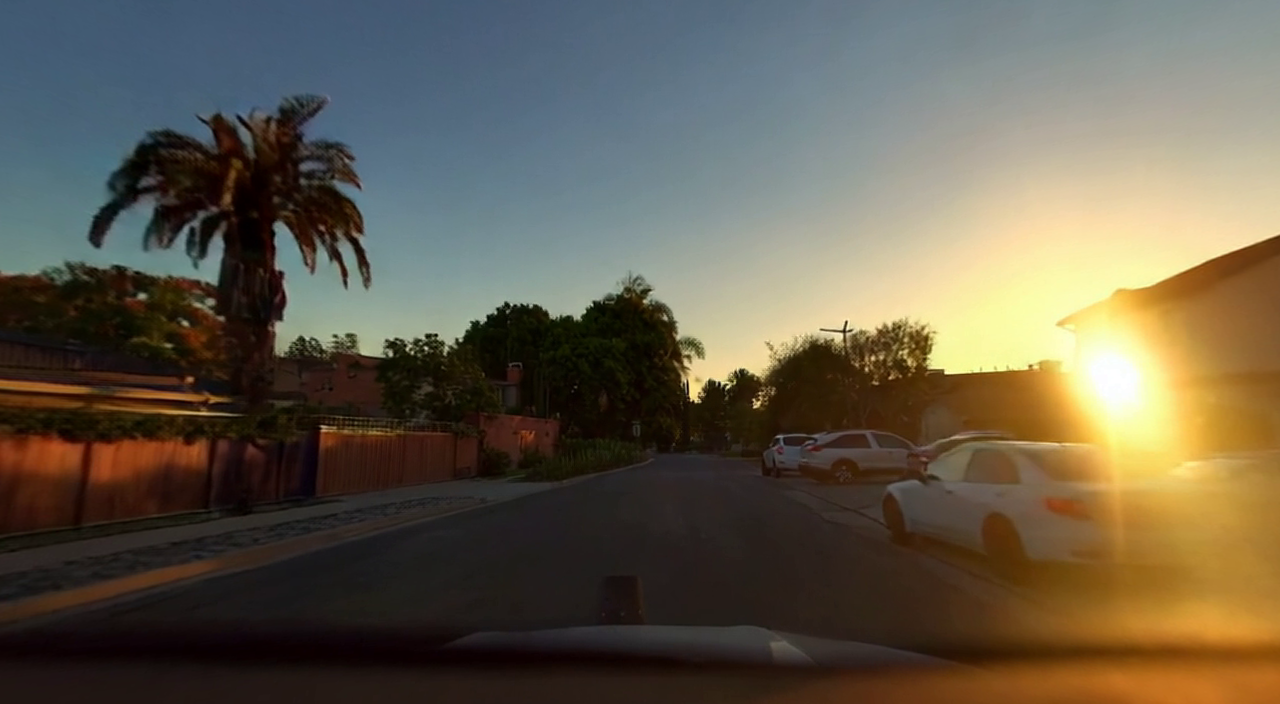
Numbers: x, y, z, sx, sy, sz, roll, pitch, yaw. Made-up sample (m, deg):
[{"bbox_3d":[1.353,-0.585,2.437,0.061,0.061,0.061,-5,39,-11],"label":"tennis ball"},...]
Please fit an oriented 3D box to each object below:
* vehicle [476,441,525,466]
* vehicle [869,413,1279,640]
[{"bbox_3d":[-10.546,7.679,48.248,1.869,1.646,4.357,2,-7,13],"label":"vehicle"},{"bbox_3d":[4.448,1.640,7.037,2.051,1.676,4.497,0,-9,-1],"label":"vehicle"}]
